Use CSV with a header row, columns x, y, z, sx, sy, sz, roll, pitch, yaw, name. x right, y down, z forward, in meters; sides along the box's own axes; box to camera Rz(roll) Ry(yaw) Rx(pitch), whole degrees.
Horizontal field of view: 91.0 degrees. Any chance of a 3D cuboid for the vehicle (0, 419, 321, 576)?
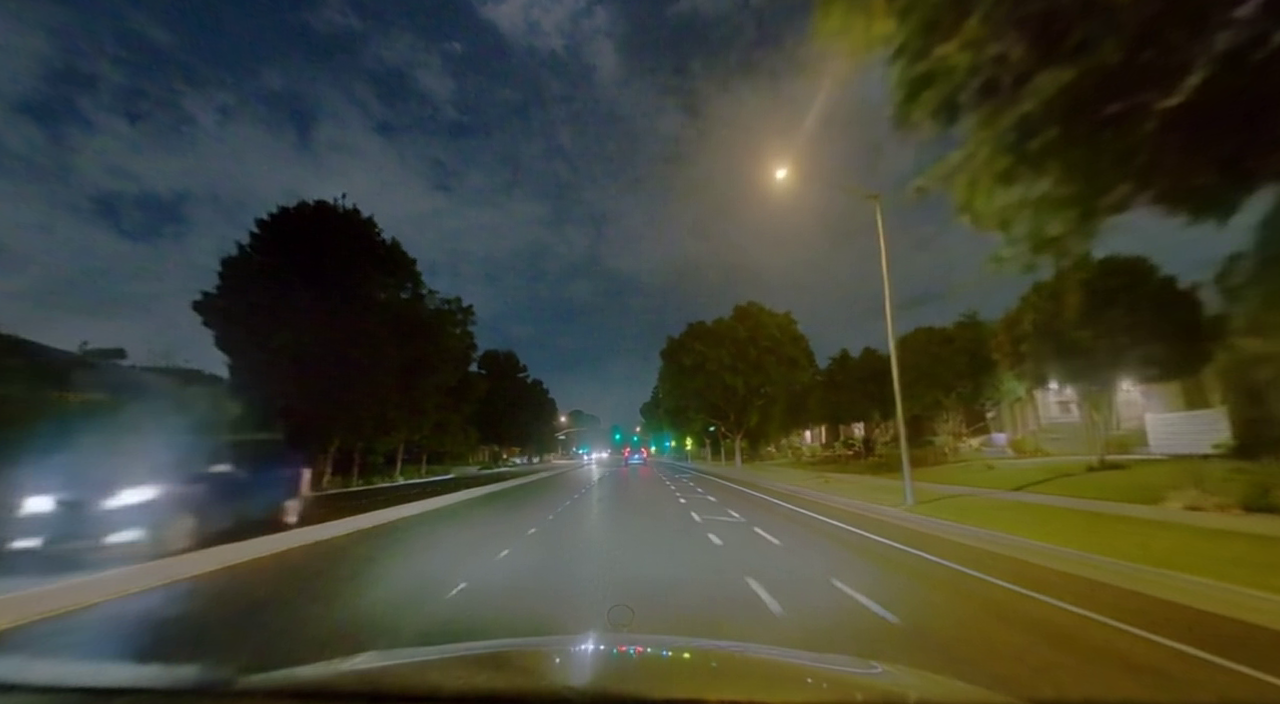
x,y,z,sx,sy,sz,roll,pitch,yaw,name
-7.023,2.026,9.524,2.082,1.789,4.387,0,-9,-1,vehicle
